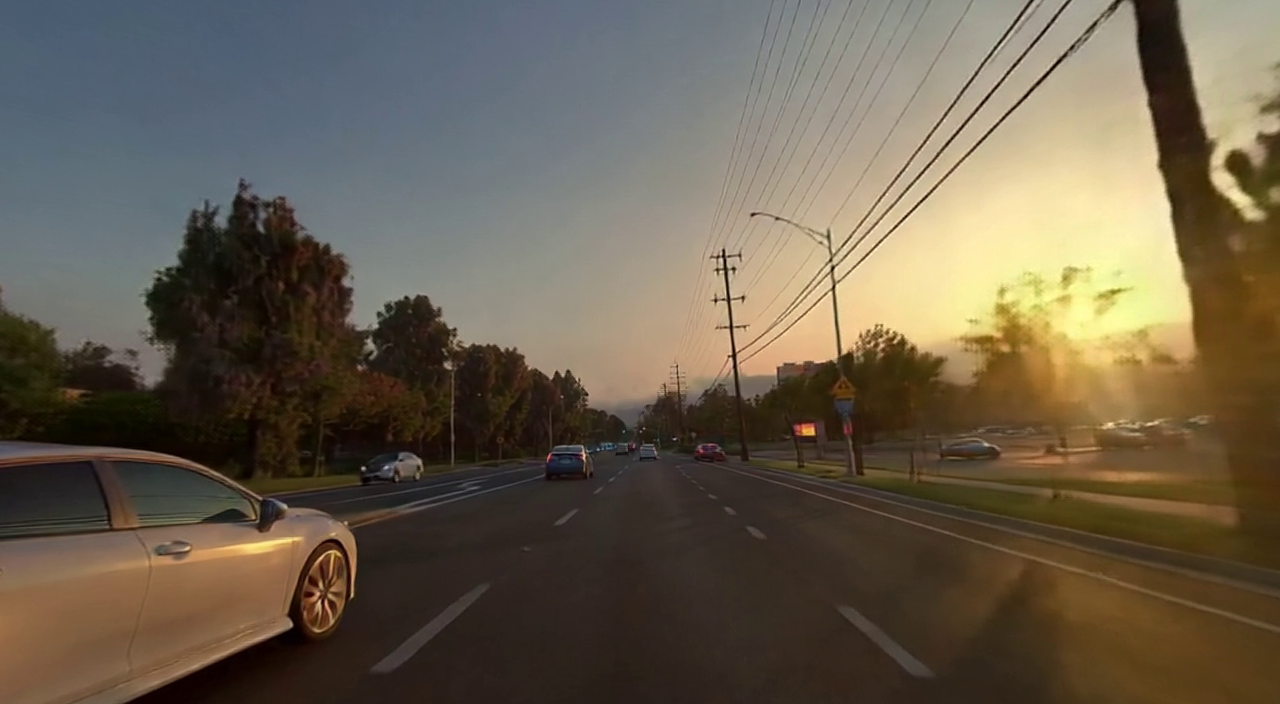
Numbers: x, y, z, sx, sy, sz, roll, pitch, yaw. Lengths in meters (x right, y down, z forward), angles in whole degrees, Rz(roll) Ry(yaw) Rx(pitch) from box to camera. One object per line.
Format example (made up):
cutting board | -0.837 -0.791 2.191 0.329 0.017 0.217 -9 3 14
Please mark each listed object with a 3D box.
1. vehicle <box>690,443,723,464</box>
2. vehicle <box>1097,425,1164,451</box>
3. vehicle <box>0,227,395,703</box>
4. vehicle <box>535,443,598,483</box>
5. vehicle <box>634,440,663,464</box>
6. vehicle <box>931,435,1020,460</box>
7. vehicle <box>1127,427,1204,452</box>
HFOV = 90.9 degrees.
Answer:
vehicle | 5.024 7.575 47.195 2.062 1.541 4.420 -2 -9 11
vehicle | 34.954 6.114 44.867 4.347 1.761 2.002 4 -10 -28
vehicle | -3.111 0.625 1.928 2.381 1.961 5.563 0 -9 1
vehicle | -2.820 4.373 25.193 1.982 1.451 4.152 0 -8 1
vehicle | 0.644 7.773 49.113 2.155 1.781 3.977 0 -8 1
vehicle | 21.114 6.034 39.824 4.392 1.535 2.131 0 -9 0
vehicle | 34.352 5.719 41.168 4.632 1.533 2.015 4 -10 -27
